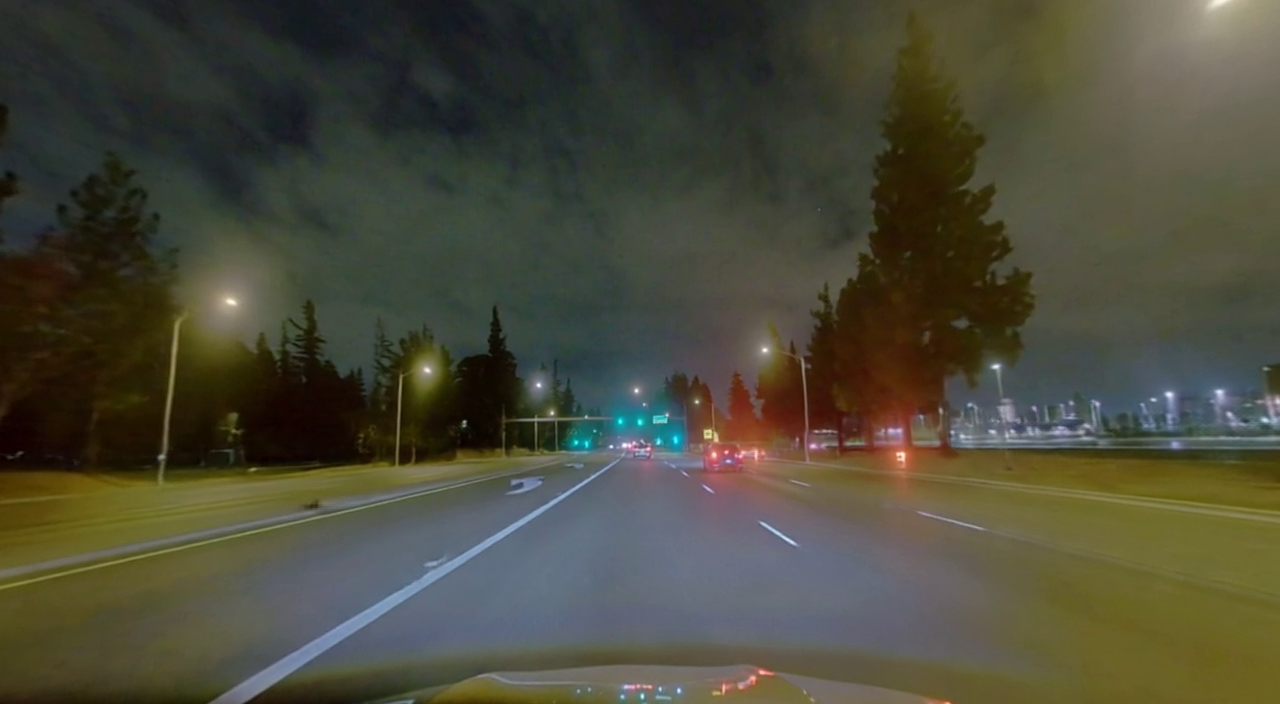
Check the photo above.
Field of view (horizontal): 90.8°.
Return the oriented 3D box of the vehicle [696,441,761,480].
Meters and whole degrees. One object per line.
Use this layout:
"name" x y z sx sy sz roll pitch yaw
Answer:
"vehicle" 3.622 4.536 26.715 1.948 1.479 4.620 0 -8 -2
